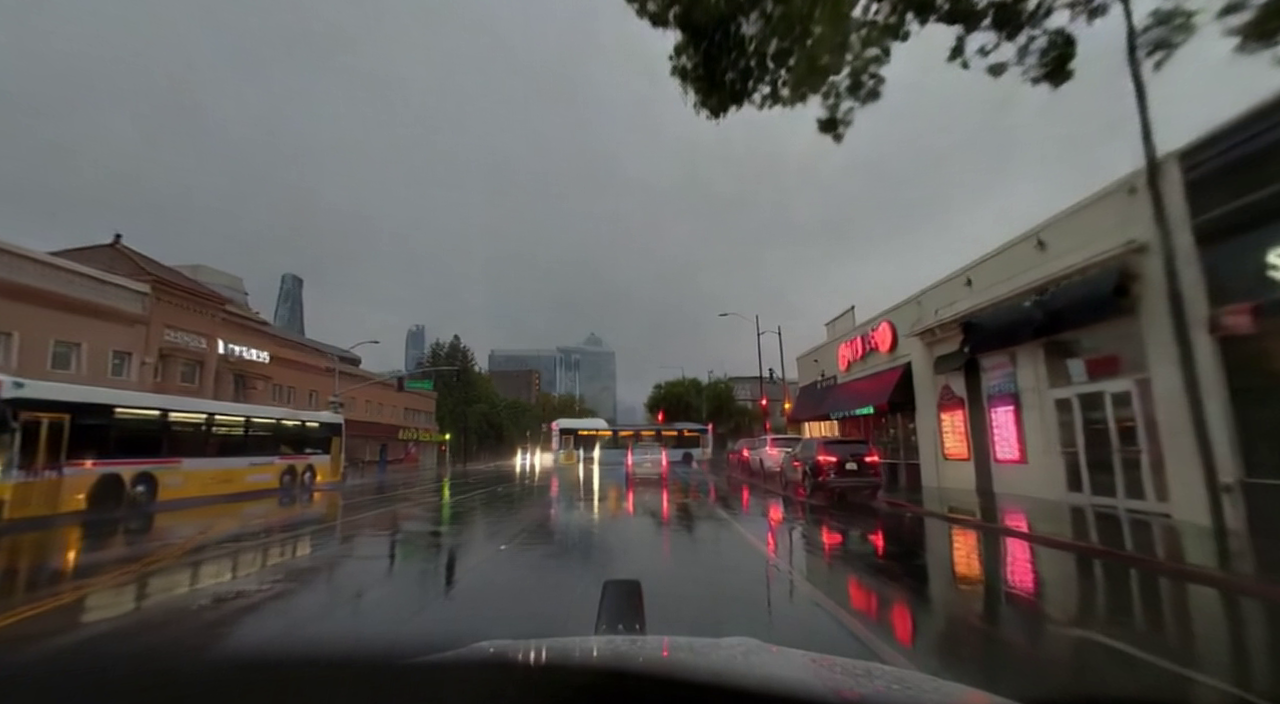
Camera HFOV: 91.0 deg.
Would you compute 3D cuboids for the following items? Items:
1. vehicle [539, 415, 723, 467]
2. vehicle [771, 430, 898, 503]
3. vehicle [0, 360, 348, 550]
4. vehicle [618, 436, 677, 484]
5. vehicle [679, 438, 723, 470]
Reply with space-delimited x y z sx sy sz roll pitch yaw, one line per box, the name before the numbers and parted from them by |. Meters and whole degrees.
vehicle | -0.579 6.522 46.121 12.978 3.538 3.117 0 -9 4
vehicle | 5.031 3.029 17.035 2.014 1.681 4.332 0 -9 -1
vehicle | -12.794 2.757 17.476 3.356 3.365 12.460 0 -9 0
vehicle | 0.215 4.225 24.879 2.089 1.699 4.650 1 -9 -1
vehicle | 3.332 5.680 35.149 2.222 1.688 3.952 0 -9 3
